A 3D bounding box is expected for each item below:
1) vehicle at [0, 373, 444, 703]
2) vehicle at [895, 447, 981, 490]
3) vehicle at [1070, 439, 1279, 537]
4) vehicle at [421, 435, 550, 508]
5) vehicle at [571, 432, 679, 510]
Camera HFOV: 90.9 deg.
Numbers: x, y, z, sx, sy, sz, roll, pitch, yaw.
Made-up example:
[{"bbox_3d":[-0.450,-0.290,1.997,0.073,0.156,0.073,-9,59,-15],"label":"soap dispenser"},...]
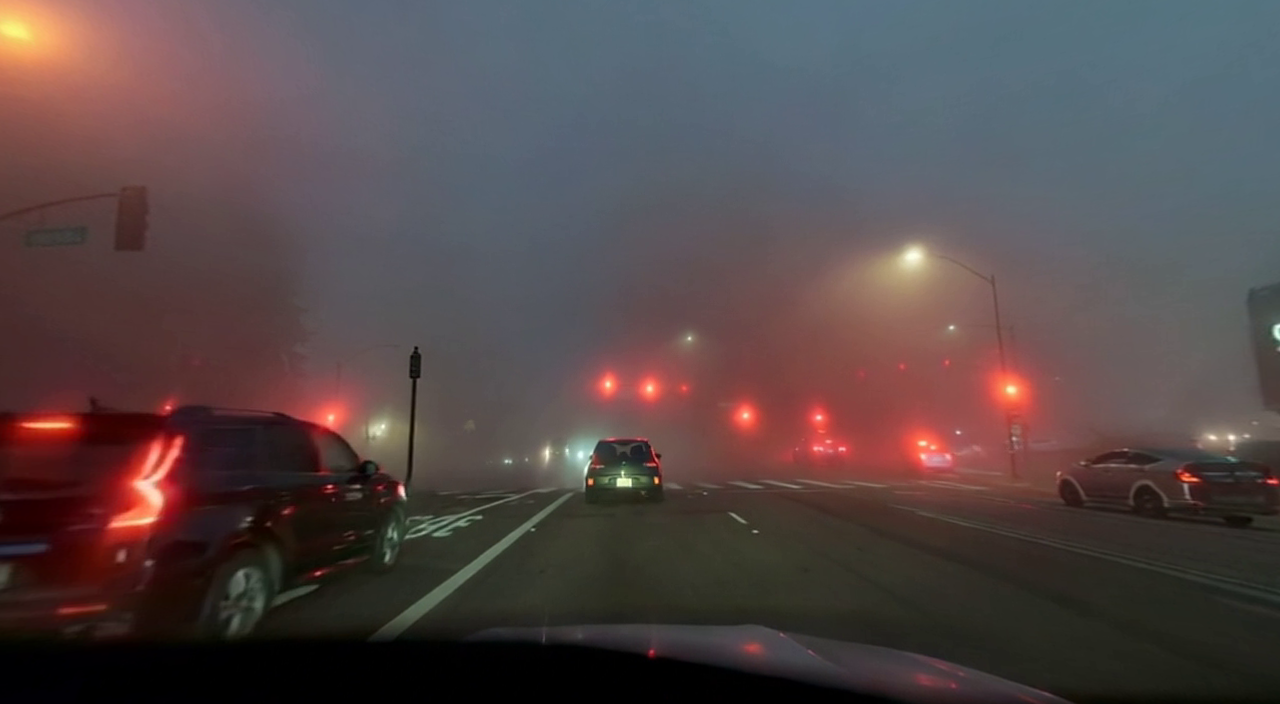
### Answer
[{"bbox_3d":[-3.446,1.277,5.404,2.057,1.678,4.639,0,-8,0],"label":"vehicle"},{"bbox_3d":[11.971,4.649,25.624,1.935,1.435,4.141,3,-8,7],"label":"vehicle"},{"bbox_3d":[10.591,2.408,11.887,1.936,1.474,4.331,0,-8,1],"label":"vehicle"},{"bbox_3d":[-3.473,2.766,15.082,1.939,1.474,4.327,0,-8,1],"label":"vehicle"},{"bbox_3d":[-0.310,2.582,14.122,2.059,1.477,3.988,0,-8,-1],"label":"vehicle"}]
